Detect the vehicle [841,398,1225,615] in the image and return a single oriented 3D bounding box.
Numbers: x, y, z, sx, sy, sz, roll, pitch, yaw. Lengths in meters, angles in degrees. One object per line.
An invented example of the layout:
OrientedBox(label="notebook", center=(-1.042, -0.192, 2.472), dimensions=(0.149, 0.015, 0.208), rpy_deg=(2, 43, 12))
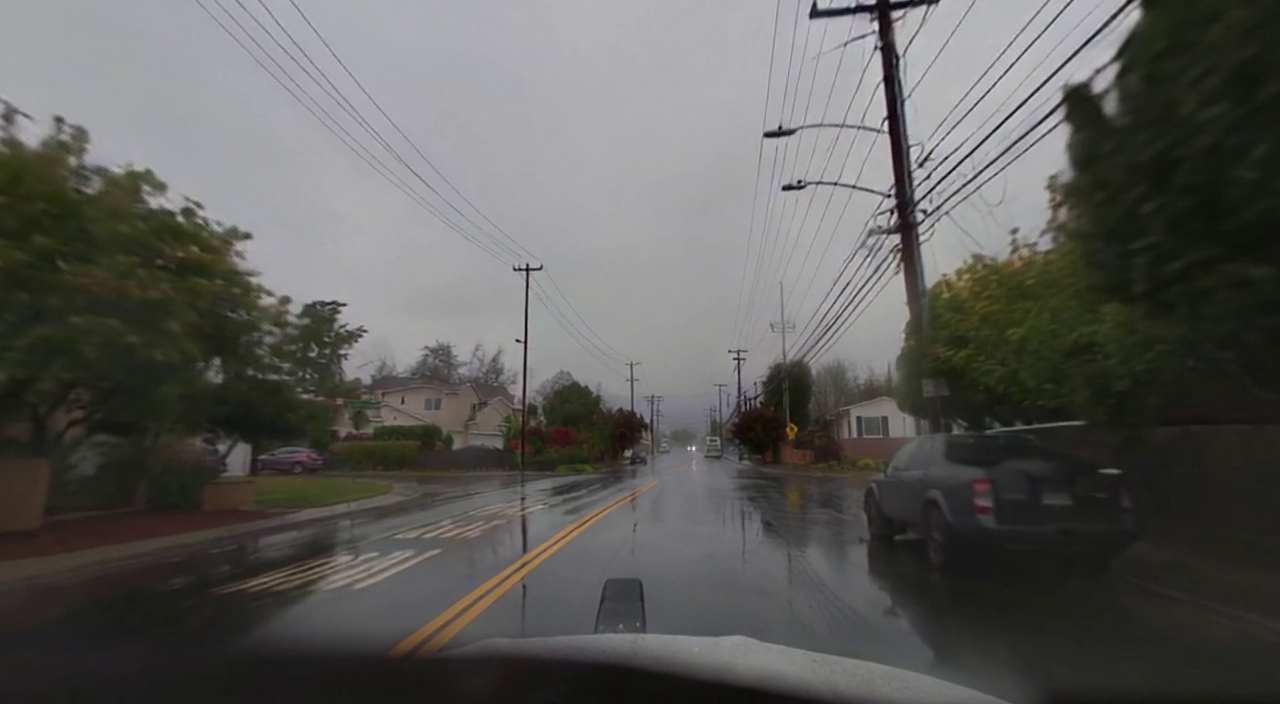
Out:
OrientedBox(label="vehicle", center=(4.106, 1.681, 7.784), dimensions=(2.070, 1.847, 4.457), rpy_deg=(-1, -9, 4))

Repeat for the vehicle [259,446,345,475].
OrientedBox(label="vehicle", center=(-19.737, 6.340, 37.004), dimensions=(3.918, 1.577, 1.972), rpy_deg=(-1, -9, 3))
